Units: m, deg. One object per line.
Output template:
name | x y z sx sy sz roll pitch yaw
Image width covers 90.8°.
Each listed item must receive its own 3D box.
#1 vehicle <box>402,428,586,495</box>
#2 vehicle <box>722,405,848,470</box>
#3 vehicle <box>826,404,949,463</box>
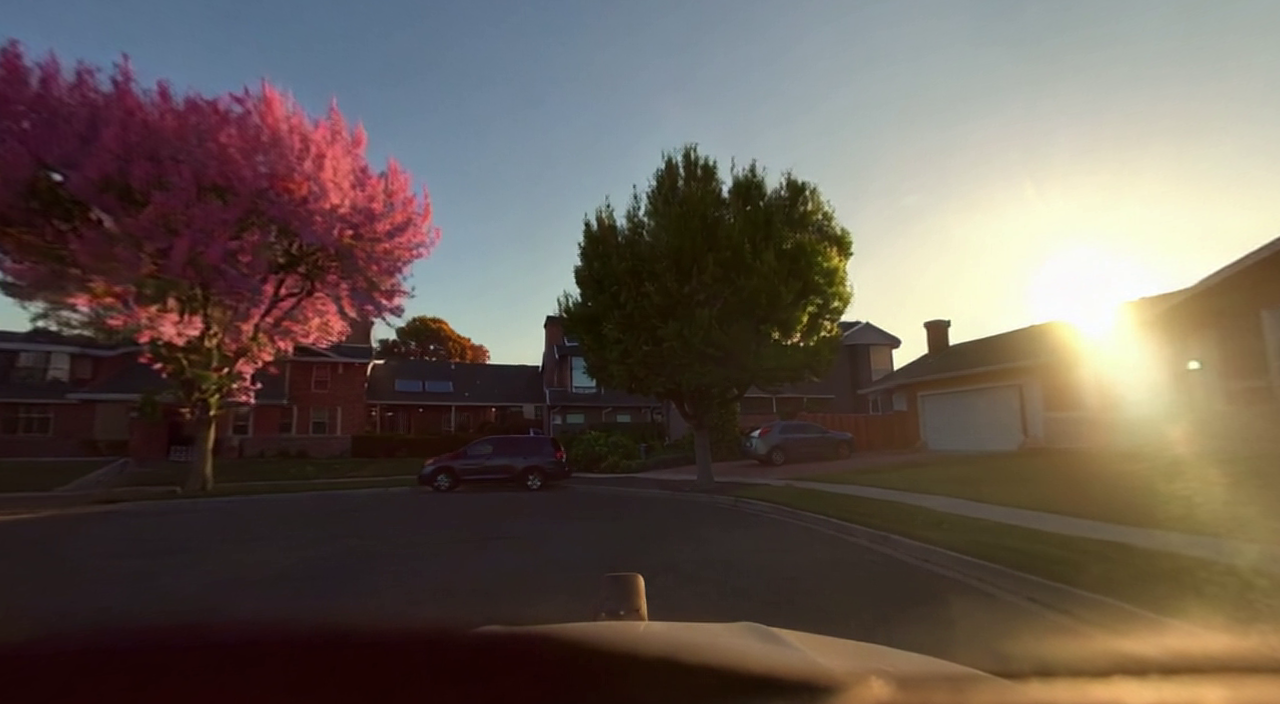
vehicle | -4.260 3.224 18.856 4.815 1.827 2.147 -1 -9 10
vehicle | 5.135 2.922 22.016 2.310 1.701 4.280 -9 -5 42
vehicle | 8.454 2.785 21.426 4.495 1.773 2.152 8 -11 -44
